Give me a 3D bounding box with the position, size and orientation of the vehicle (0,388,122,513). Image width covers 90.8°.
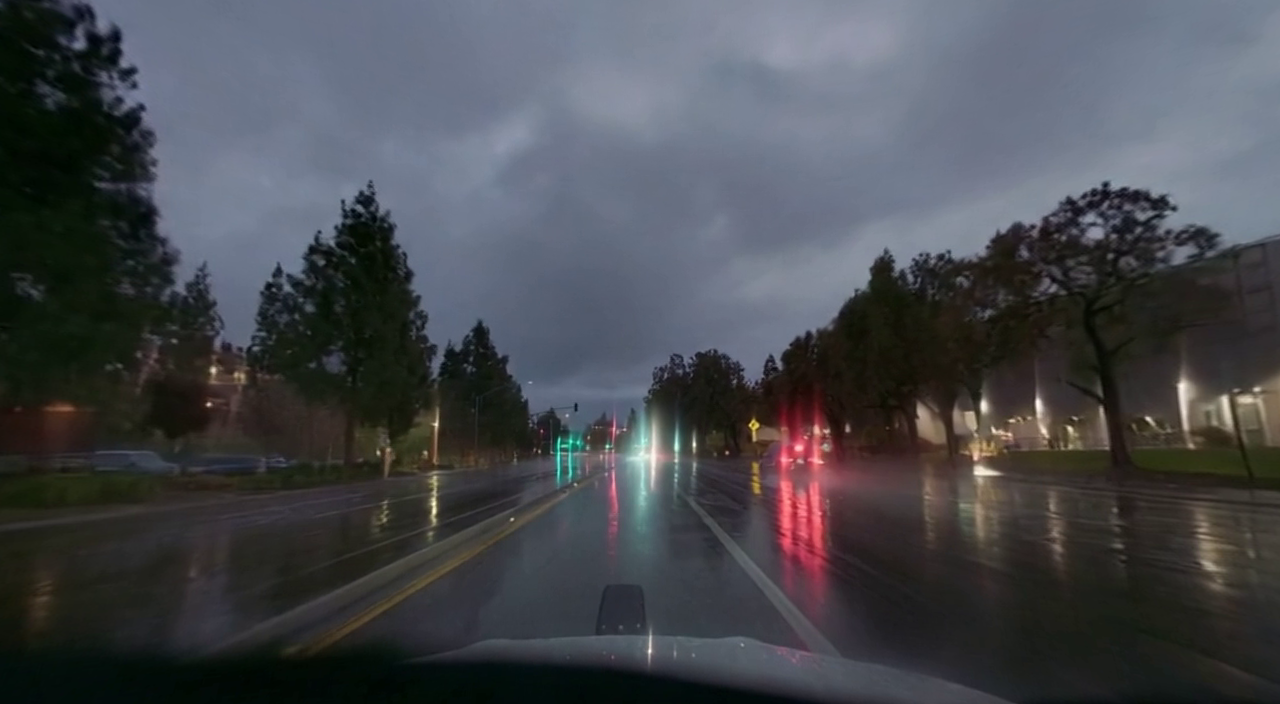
[{"bbox_3d":[-21.405,3.031,19.390,8.324,3.550,2.670,0,-9,-2],"label":"vehicle"}]

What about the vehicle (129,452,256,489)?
[{"bbox_3d":[-20.960,5.559,29.718,4.519,1.614,1.898,-1,-9,2],"label":"vehicle"}]

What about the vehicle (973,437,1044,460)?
[{"bbox_3d":[24.222,6.337,41.578,3.603,1.474,1.634,0,-9,-2],"label":"vehicle"}]

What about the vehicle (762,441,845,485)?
[{"bbox_3d":[6.549,4.481,25.788,2.181,1.639,4.127,0,-9,-1],"label":"vehicle"}]
